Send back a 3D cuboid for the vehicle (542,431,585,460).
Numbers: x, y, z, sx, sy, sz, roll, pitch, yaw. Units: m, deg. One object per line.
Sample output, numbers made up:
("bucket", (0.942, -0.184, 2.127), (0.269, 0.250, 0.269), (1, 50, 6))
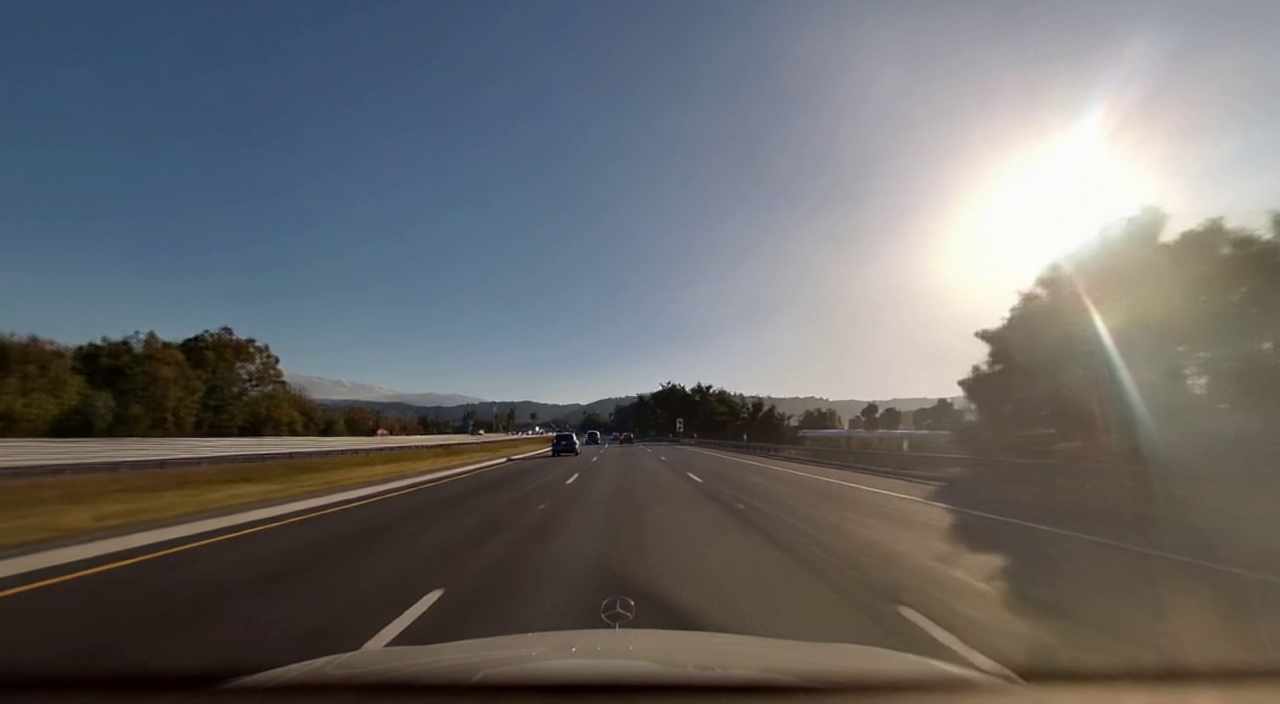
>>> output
("vehicle", (-4.424, 5.513, 37.196), (2.062, 1.591, 4.156), (0, -8, -1))
